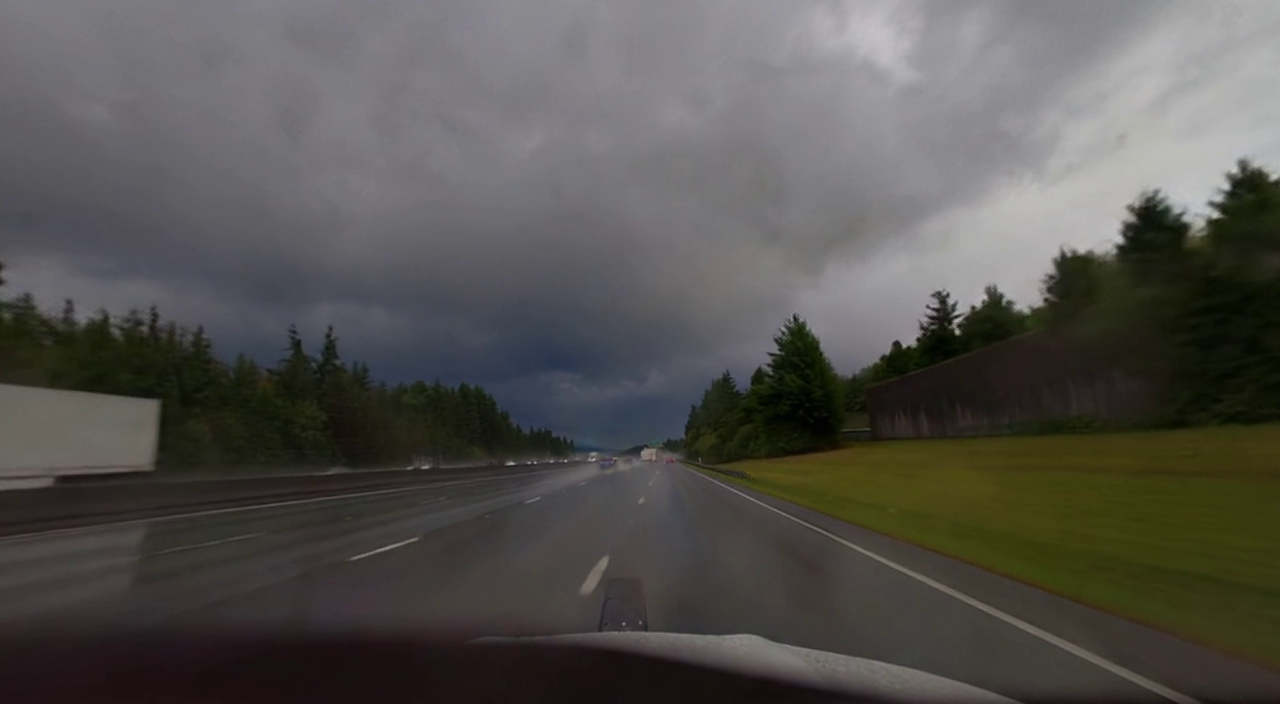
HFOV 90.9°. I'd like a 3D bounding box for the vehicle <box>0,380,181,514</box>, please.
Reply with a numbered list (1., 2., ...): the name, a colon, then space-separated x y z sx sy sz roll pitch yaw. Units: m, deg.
1. vehicle: -21.336 2.881 19.025 2.899 4.123 15.577 -1 -9 2
